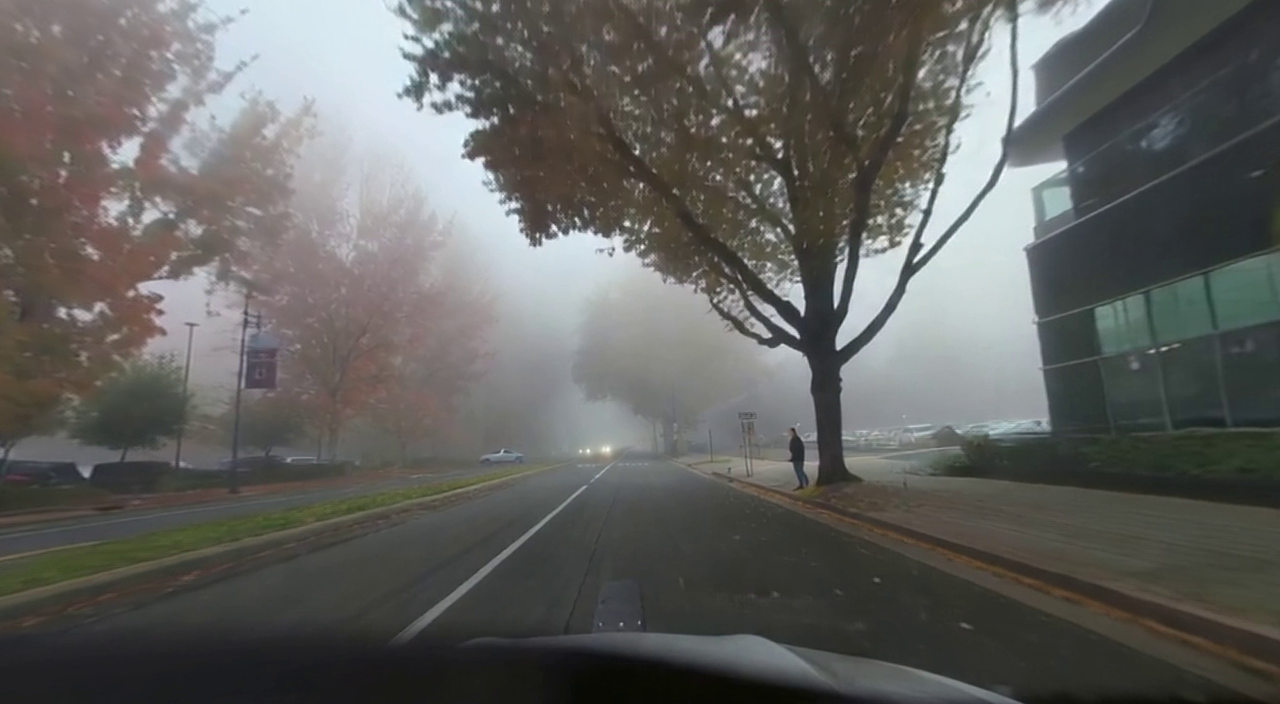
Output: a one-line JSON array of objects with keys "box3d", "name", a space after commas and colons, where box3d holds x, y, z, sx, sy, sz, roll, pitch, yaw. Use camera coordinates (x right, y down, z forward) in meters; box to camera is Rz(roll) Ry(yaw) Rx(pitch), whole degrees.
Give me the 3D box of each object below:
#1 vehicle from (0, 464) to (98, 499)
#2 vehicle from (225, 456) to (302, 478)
[{"box3d": [-28.857, 6.171, 30.042, 3.990, 1.514, 1.892, 0, -9, -2], "name": "vehicle"}, {"box3d": [-28.897, 8.809, 48.269, 4.552, 1.576, 2.005, 0, -9, 2], "name": "vehicle"}]
